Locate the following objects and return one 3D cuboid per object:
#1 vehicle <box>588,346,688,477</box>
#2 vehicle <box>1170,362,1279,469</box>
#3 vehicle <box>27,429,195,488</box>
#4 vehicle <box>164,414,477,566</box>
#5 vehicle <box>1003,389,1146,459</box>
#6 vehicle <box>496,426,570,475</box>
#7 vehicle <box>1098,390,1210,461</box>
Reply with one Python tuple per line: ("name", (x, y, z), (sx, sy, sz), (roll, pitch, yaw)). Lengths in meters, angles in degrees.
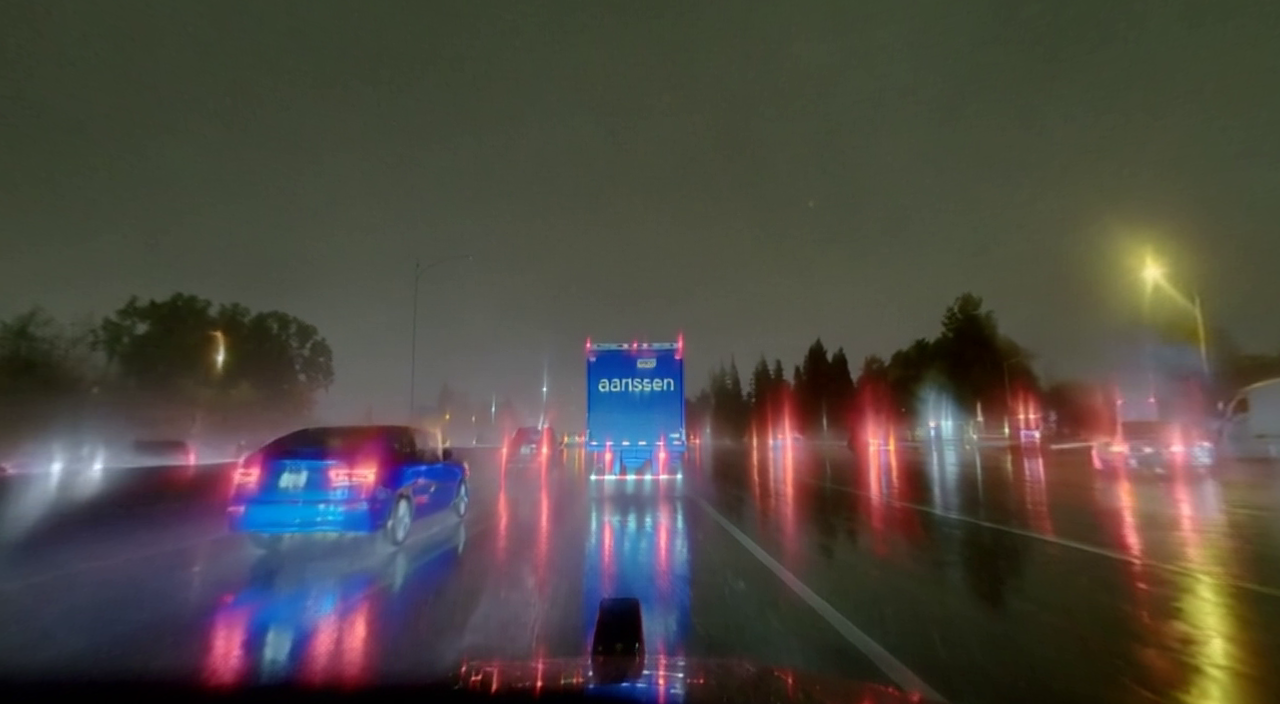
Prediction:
("vehicle", (-0.135, 2.623, 25.694), (3.171, 4.204, 11.036), (0, -8, -1))
("vehicle", (19.380, 1.871, 18.443), (2.443, 3.006, 5.844), (0, -8, 1))
("vehicle", (-19.445, 3.958, 23.494), (2.071, 1.937, 4.709), (0, -9, 1))
("vehicle", (-3.777, 1.682, 8.538), (1.964, 1.507, 4.361), (0, -8, 0))
("vehicle", (18.937, 3.240, 27.839), (2.432, 2.753, 5.388), (0, -8, 1))
("vehicle", (-3.760, 3.532, 22.785), (1.946, 1.599, 4.073), (0, -8, 0))
("vehicle", (19.556, 2.830, 24.084), (1.658, 2.523, 2.851), (0, -8, -2))
